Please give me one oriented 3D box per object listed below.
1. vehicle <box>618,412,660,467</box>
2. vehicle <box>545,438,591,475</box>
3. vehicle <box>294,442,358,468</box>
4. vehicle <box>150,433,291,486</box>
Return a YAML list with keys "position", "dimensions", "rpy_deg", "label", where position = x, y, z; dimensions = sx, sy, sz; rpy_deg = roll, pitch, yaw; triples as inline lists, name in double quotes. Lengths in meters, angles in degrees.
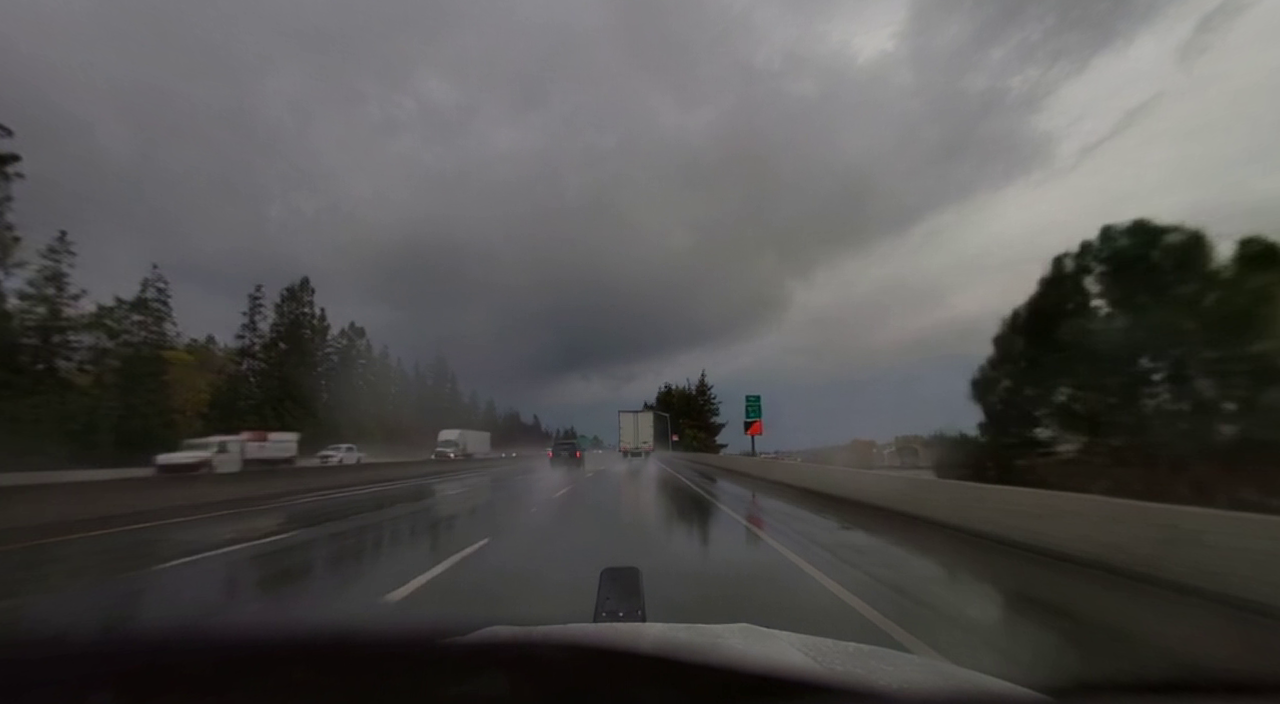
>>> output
- position: [-0.299, 7.002, 49.792]
  dimensions: [2.884, 3.760, 12.850]
  rpy_deg: [0, -9, -2]
  label: "vehicle"
- position: [-3.883, 5.757, 34.904]
  dimensions: [2.139, 1.925, 4.312]
  rpy_deg: [0, -9, -2]
  label: "vehicle"
- position: [-21.055, 6.935, 42.542]
  dimensions: [1.908, 1.653, 4.750]
  rpy_deg: [0, -9, -1]
  label: "vehicle"
- position: [-20.954, 5.416, 32.103]
  dimensions: [2.519, 2.340, 6.853]
  rpy_deg: [0, -9, -1]
  label: "vehicle"
